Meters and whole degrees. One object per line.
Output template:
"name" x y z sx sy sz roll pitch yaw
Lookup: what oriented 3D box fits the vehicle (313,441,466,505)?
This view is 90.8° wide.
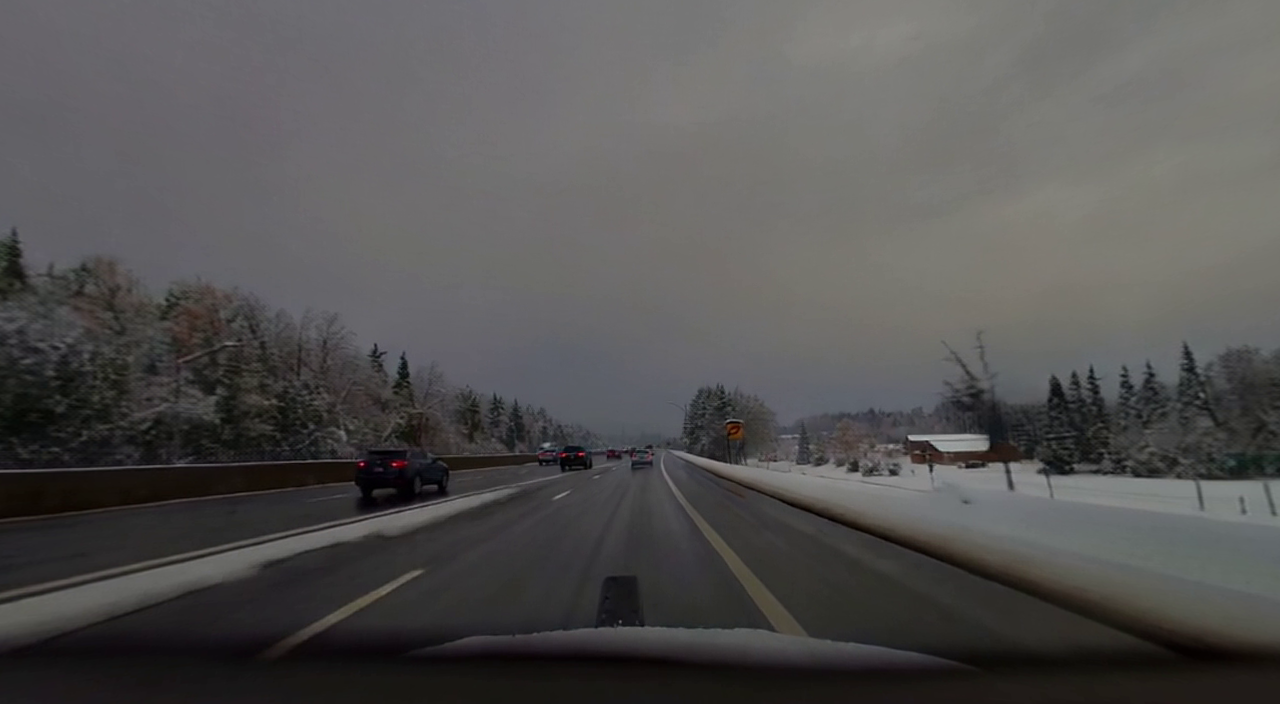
"vehicle" -6.881 3.357 18.119 2.102 1.562 4.884 -1 -8 4

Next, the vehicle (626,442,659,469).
"vehicle" 0.260 7.265 44.579 2.179 1.742 4.396 -1 -8 2
